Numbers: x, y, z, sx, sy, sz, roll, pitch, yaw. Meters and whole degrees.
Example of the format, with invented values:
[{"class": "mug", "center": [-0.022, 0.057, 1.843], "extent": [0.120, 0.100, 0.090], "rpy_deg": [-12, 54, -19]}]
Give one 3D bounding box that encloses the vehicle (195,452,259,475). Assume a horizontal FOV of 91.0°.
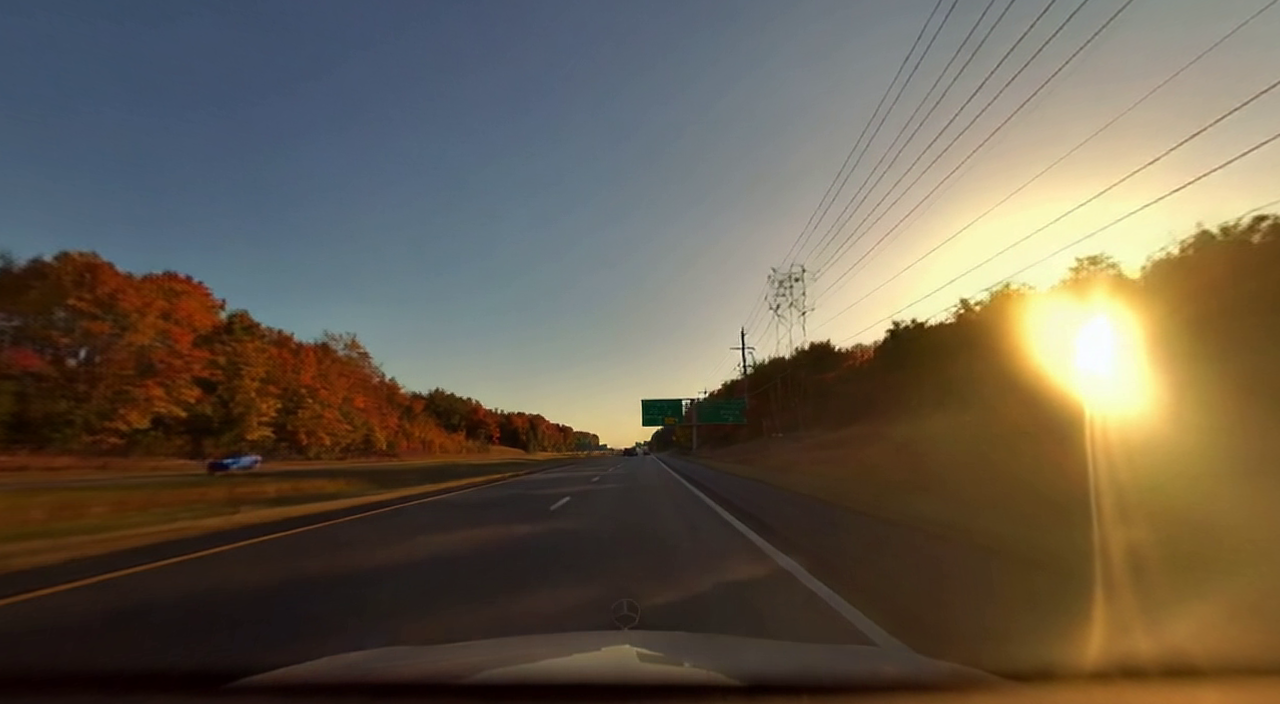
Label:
[{"class": "vehicle", "center": [-31.967, 8.650, 48.914], "extent": [1.885, 1.634, 4.501], "rpy_deg": [0, -9, 1]}]
